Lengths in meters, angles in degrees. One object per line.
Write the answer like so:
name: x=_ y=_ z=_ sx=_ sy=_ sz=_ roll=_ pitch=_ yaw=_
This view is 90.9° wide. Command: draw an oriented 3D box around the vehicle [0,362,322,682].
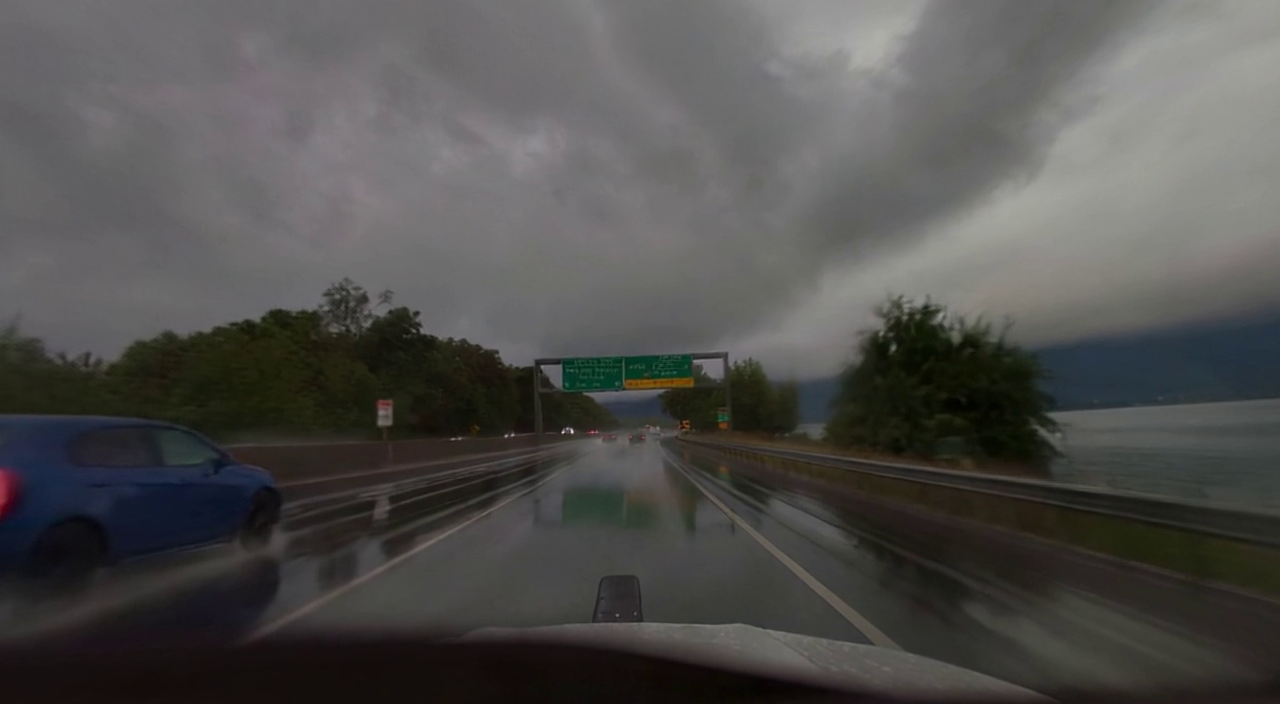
vehicle: x=-4.321 y=1.003 z=4.226 sx=2.052 sy=1.626 sz=4.514 roll=0 pitch=-8 yaw=-1
